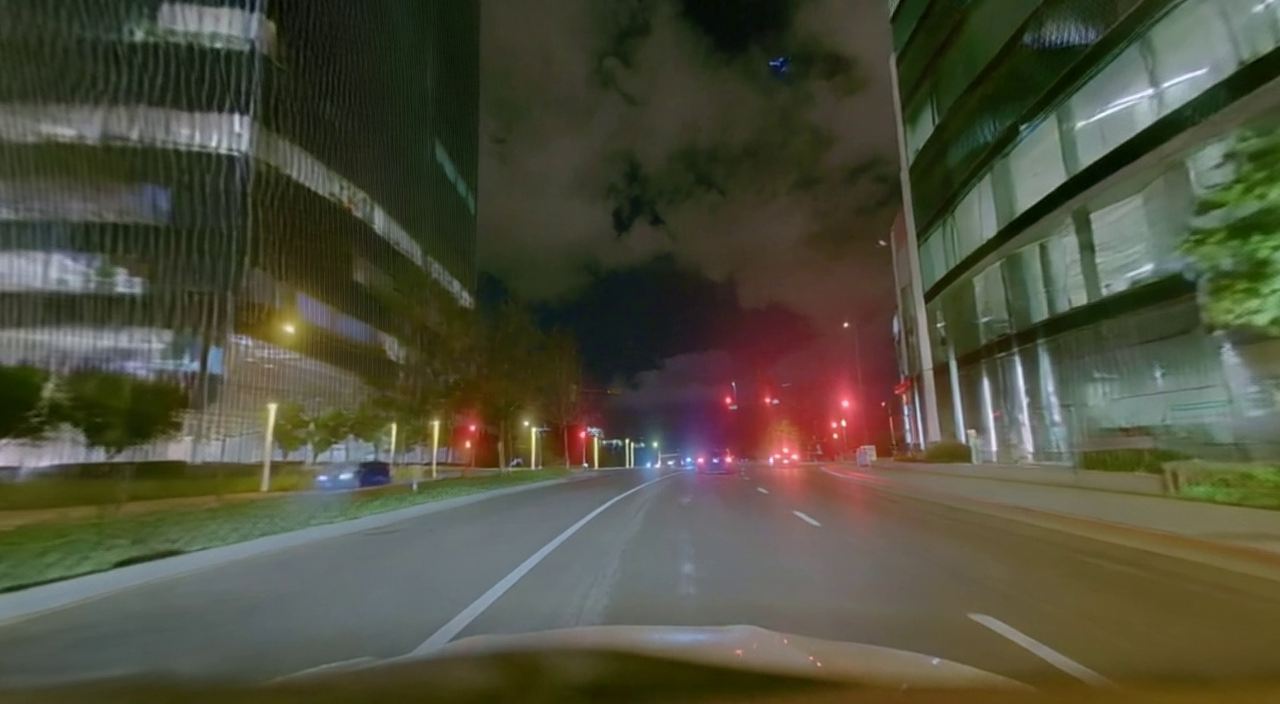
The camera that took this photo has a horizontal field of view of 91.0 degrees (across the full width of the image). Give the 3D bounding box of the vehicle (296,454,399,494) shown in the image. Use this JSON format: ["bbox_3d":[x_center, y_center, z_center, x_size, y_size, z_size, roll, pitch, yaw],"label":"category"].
[{"bbox_3d":[-13.234,5.528,28.892,1.926,1.619,4.649,-2,-9,9],"label":"vehicle"}]

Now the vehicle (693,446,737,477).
[{"bbox_3d":[4.060,5.799,33.553,2.127,1.497,4.020,-2,-9,9],"label":"vehicle"}]

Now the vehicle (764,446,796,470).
[{"bbox_3d":[9.127,6.968,41.367,1.916,1.492,3.911,-2,-9,11],"label":"vehicle"}]
